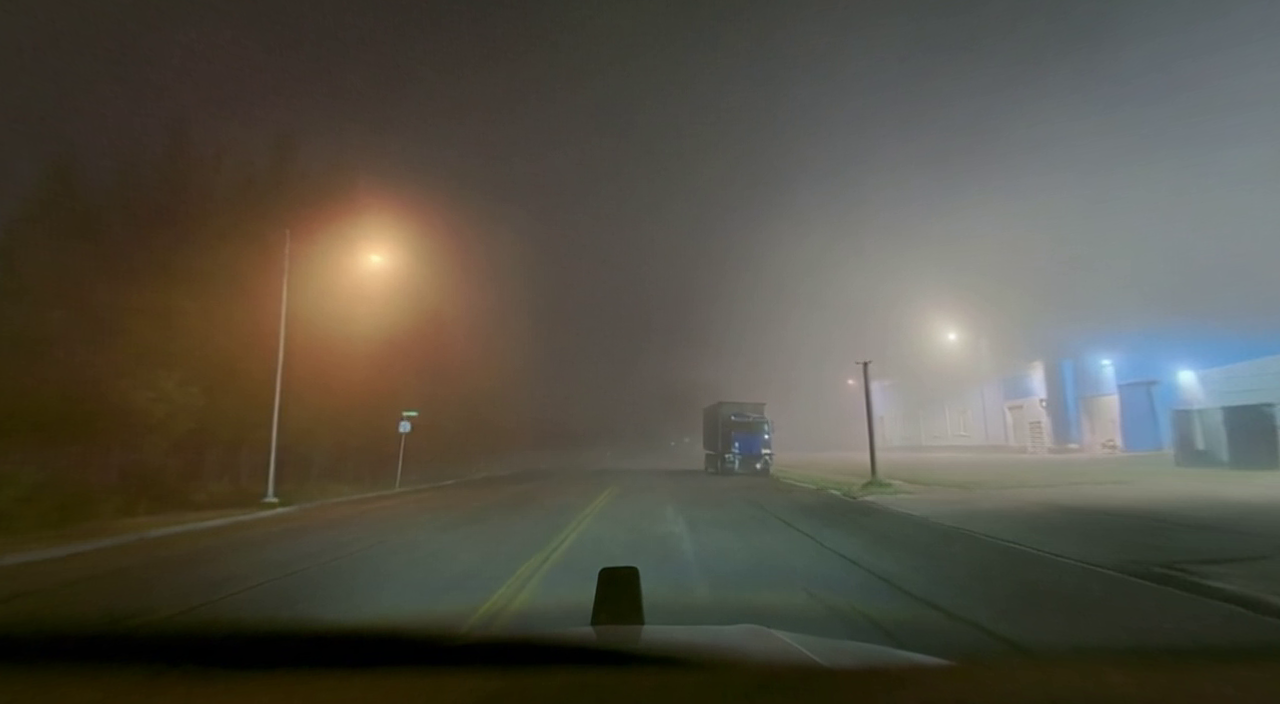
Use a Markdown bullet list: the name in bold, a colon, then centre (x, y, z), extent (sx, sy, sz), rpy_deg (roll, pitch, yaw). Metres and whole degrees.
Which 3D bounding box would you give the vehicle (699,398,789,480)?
- **vehicle**: centre (4.523, 4.036, 28.968), extent (3.019, 3.303, 6.252), rpy_deg (0, -9, 0)
